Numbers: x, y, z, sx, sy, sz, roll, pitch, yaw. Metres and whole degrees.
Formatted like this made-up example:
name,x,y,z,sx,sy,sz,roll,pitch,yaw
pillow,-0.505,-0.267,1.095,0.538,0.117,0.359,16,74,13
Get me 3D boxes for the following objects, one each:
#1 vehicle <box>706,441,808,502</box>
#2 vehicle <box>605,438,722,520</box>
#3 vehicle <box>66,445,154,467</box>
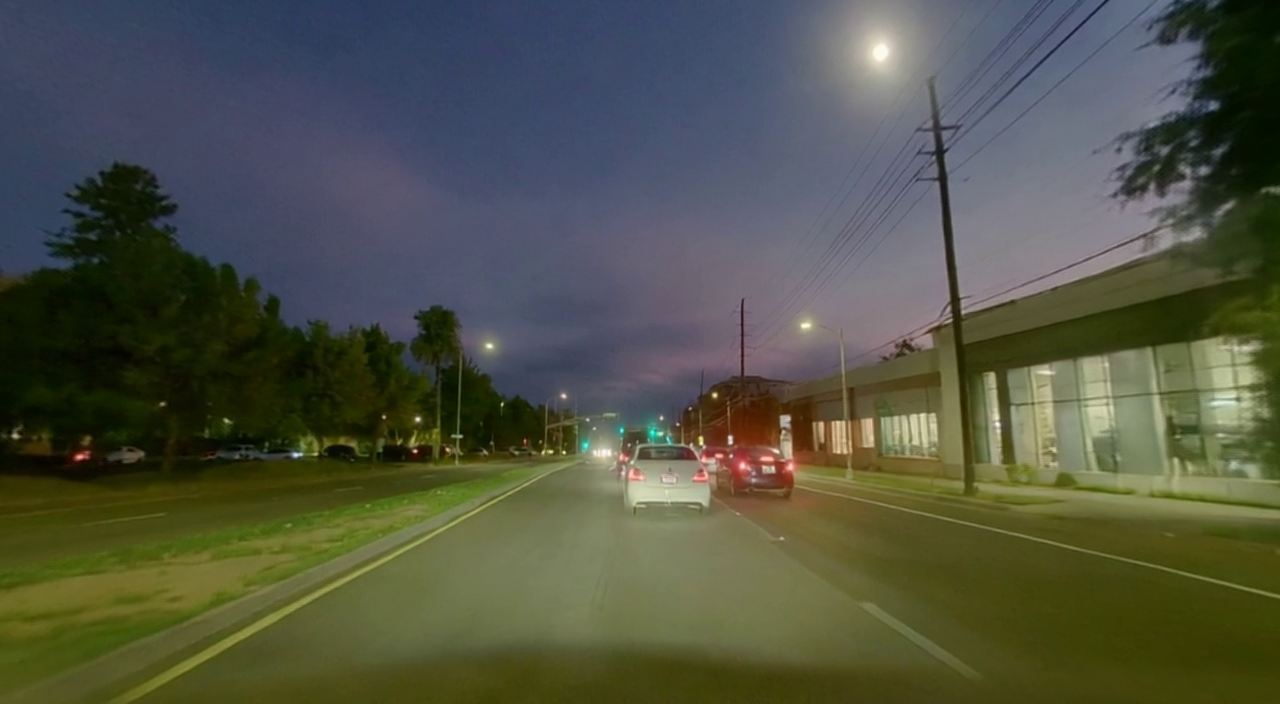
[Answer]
name,x,y,z,sx,sy,sz,roll,pitch,yaw
vehicle,3.119,3.252,17.642,1.985,1.489,4.036,0,-8,-1
vehicle,0.342,2.622,13.560,2.144,1.473,4.028,1,-8,-2
vehicle,-38.914,7.621,46.312,1.804,1.478,4.485,-3,-8,25
